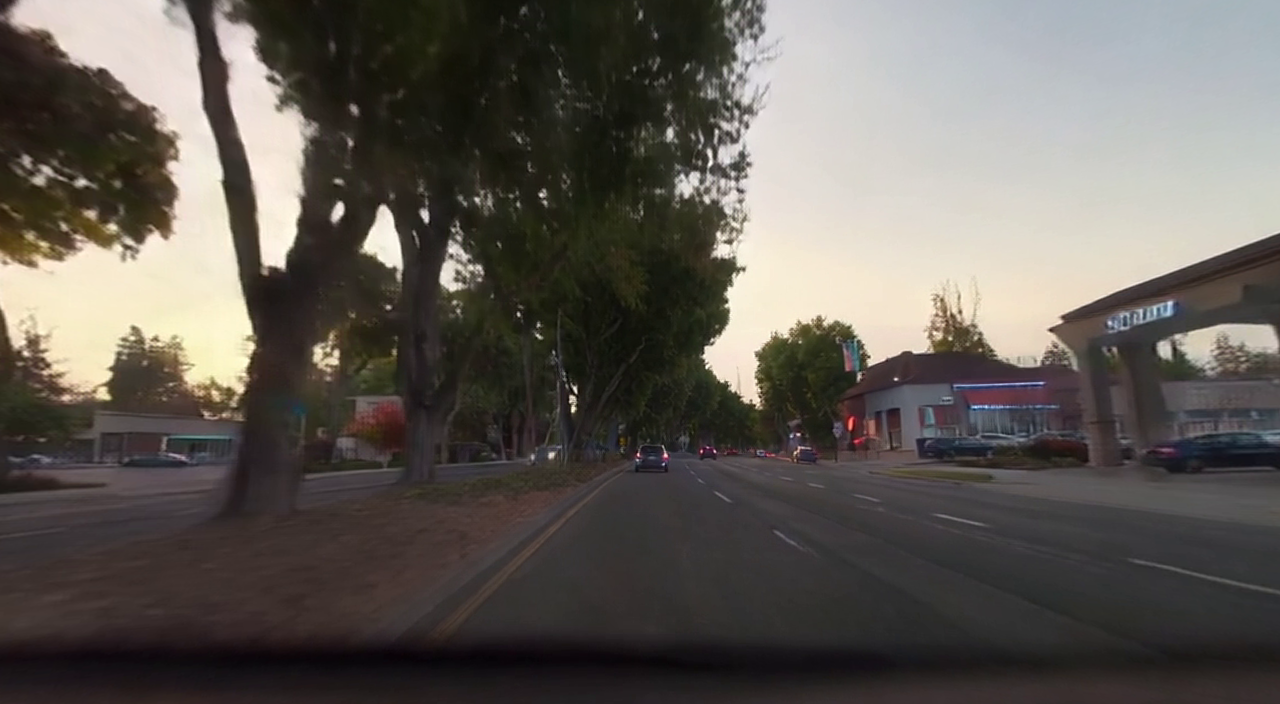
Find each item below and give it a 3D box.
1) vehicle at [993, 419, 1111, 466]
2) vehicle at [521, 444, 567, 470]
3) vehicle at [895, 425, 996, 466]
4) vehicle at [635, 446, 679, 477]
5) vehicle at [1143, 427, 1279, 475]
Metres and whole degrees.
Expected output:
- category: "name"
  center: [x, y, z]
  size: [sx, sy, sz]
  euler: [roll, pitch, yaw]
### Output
- category: "vehicle"
  center: [29.454, 6.498, 45.326]
  size: [6.569, 3.235, 2.798]
  euler: [1, -9, -8]
- category: "vehicle"
  center: [-6.602, 7.272, 43.958]
  size: [2.102, 1.735, 4.491]
  euler: [-1, -8, 5]
- category: "vehicle"
  center: [21.606, 6.651, 44.884]
  size: [5.953, 2.747, 2.389]
  euler: [1, -9, -7]
- category: "vehicle"
  center: [0.890, 5.536, 32.148]
  size: [2.095, 1.456, 3.873]
  euler: [-1, -9, 2]
- category: "vehicle"
  center: [22.032, 3.758, 24.113]
  size: [1.864, 1.655, 4.179]
  euler: [1, -9, -6]
